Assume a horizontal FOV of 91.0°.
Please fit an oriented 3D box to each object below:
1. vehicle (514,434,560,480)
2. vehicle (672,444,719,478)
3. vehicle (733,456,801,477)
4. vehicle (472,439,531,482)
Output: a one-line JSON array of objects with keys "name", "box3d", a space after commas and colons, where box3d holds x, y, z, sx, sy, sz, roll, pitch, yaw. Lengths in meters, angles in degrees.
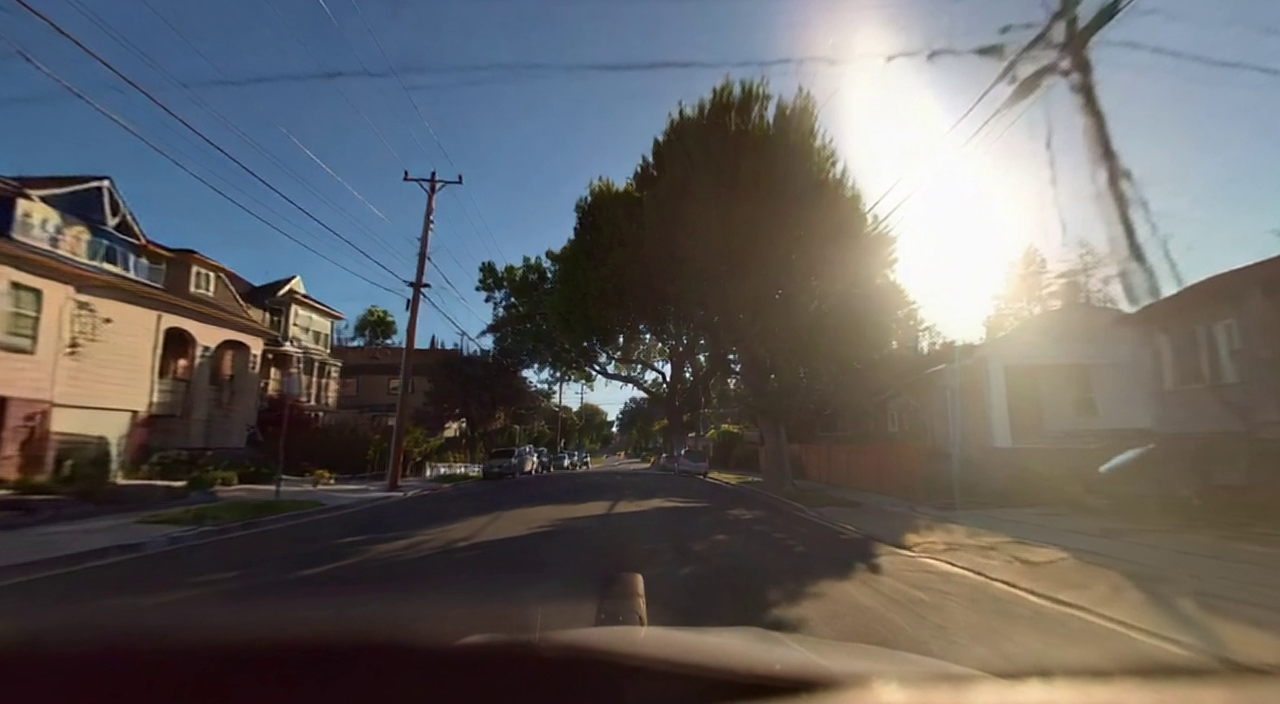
[{"name": "vehicle", "box3d": [-7.195, 7.488, 44.325, 2.153, 1.982, 6.150, -4, -20, -1]}, {"name": "vehicle", "box3d": [3.087, 6.194, 36.175, 2.159, 1.760, 5.345, 1, -9, -1]}, {"name": "vehicle", "box3d": [9.778, 8.900, 48.814, 4.850, 1.506, 1.971, 1, -9, 0]}, {"name": "vehicle", "box3d": [-7.182, 5.759, 33.103, 1.947, 1.480, 4.330, -2, -20, 1]}]
